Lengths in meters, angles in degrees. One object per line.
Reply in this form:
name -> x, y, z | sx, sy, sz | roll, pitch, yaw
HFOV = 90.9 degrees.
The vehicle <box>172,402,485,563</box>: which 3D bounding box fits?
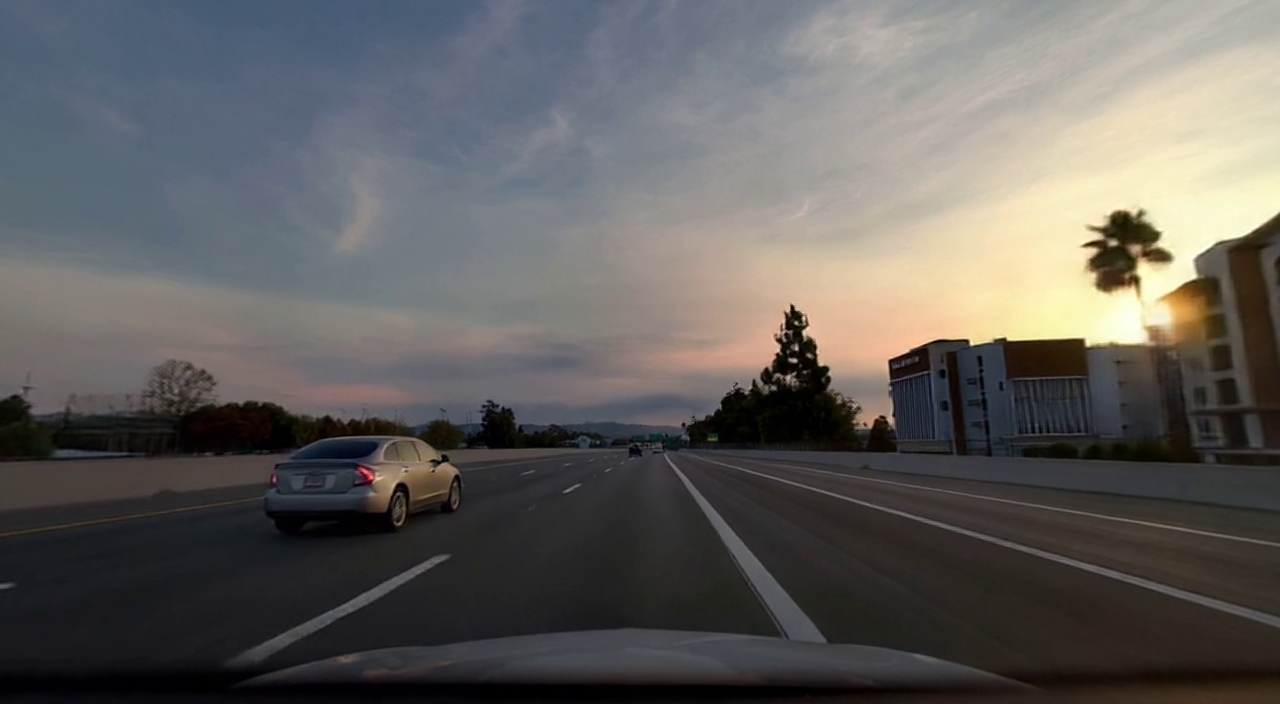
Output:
vehicle -> -4.114, 1.824, 9.555 | 2.145, 1.793, 4.762 | -1, -8, 2
